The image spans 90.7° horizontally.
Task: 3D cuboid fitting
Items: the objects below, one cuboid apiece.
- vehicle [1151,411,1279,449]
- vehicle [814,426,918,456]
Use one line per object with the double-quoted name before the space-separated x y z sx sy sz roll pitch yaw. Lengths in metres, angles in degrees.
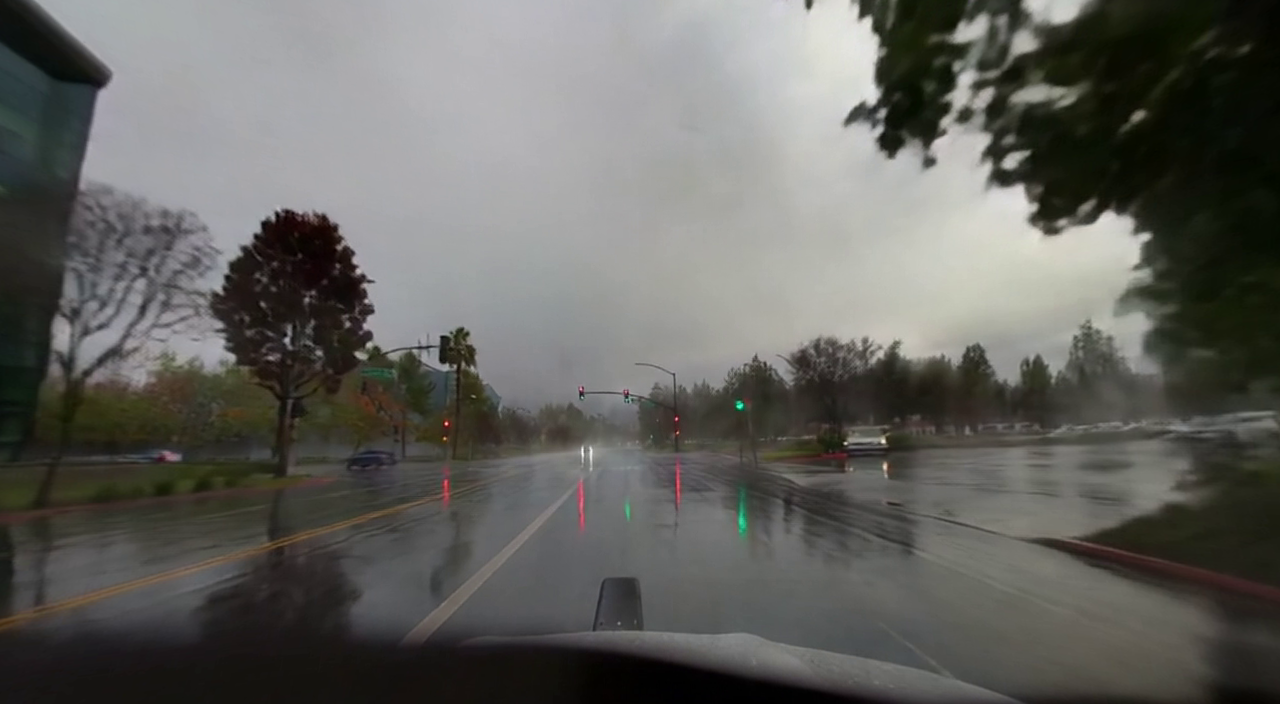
"vehicle" 24.431 3.366 26.878 1.859 1.453 4.076 0 -9 -2
"vehicle" 11.797 4.676 33.260 4.670 1.476 2.042 0 -8 -1
